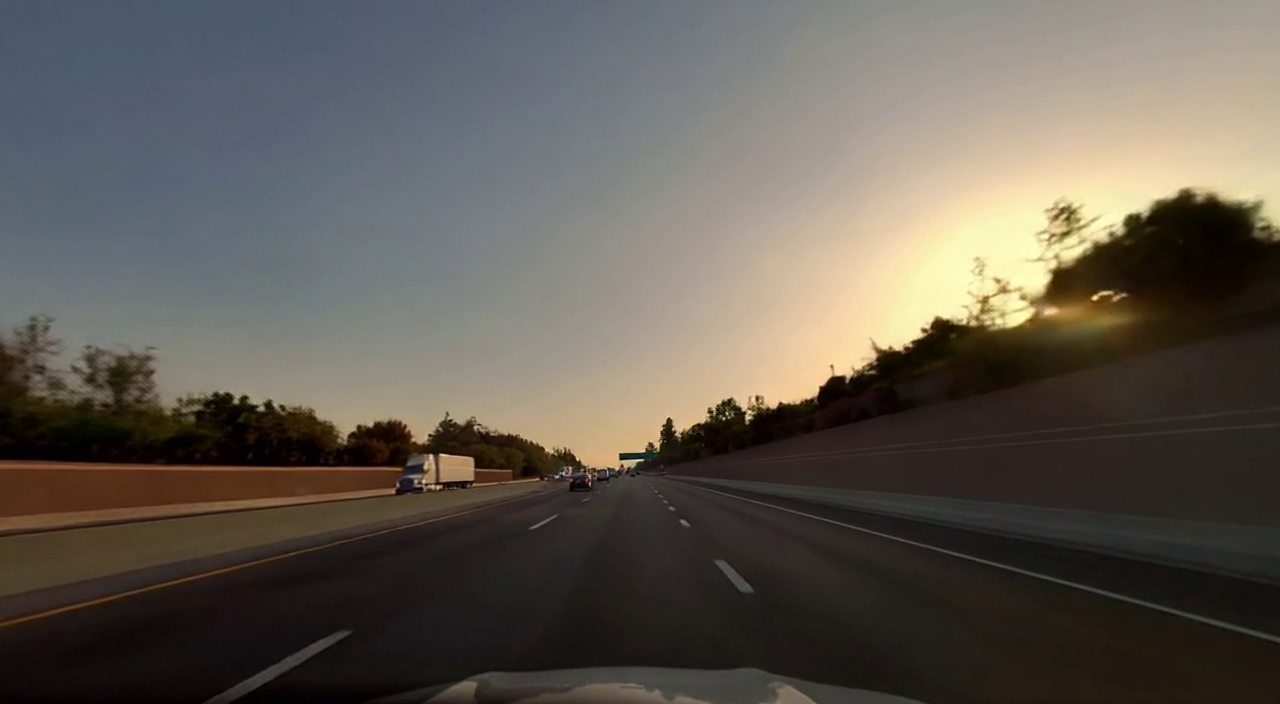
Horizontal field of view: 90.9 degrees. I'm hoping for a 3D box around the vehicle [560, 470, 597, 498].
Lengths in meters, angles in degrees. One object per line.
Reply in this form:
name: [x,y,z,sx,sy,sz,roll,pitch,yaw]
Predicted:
vehicle: [-3.558,7.765,37.225,1.863,1.486,3.852,1,-11,-1]
